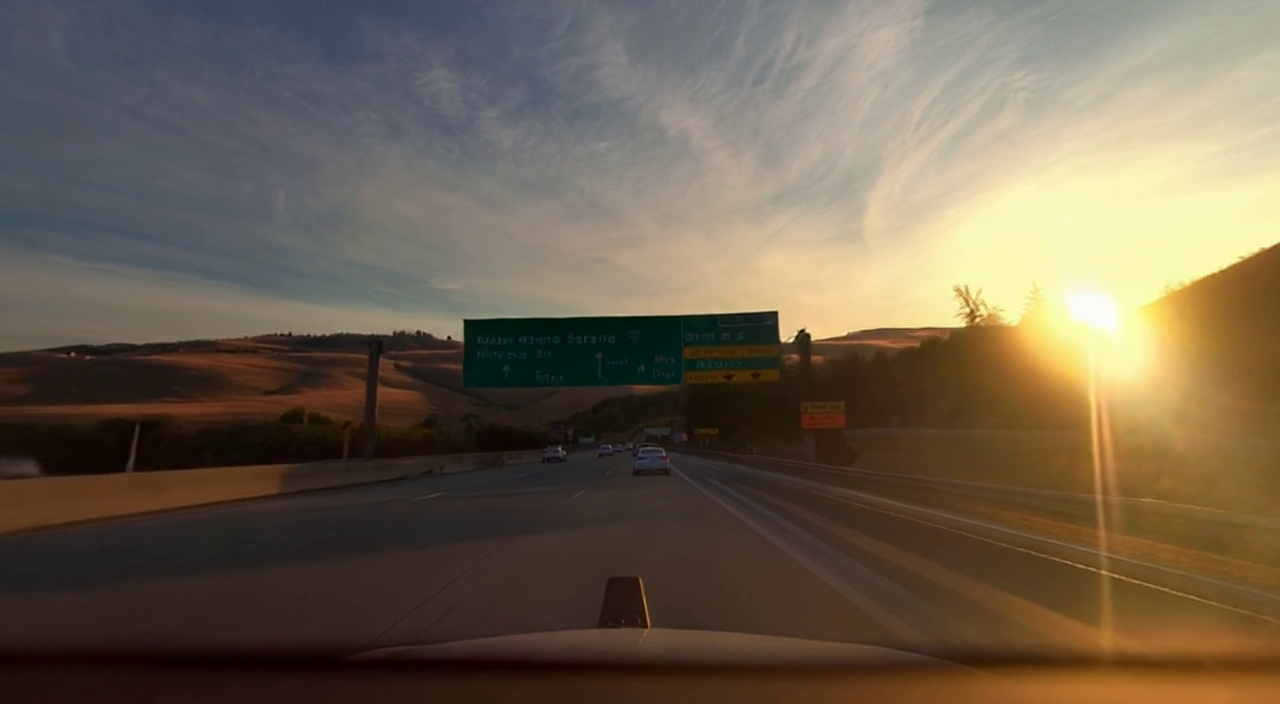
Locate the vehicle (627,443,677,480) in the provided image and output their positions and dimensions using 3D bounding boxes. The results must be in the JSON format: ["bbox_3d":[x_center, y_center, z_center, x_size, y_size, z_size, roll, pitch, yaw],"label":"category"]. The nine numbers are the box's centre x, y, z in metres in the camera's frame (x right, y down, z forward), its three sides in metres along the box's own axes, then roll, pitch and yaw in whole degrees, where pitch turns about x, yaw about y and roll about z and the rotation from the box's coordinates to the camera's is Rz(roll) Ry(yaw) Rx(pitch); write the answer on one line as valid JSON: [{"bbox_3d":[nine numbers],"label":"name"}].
[{"bbox_3d":[0.476,4.813,27.944,2.019,1.475,4.301,0,-9,0],"label":"vehicle"}]
